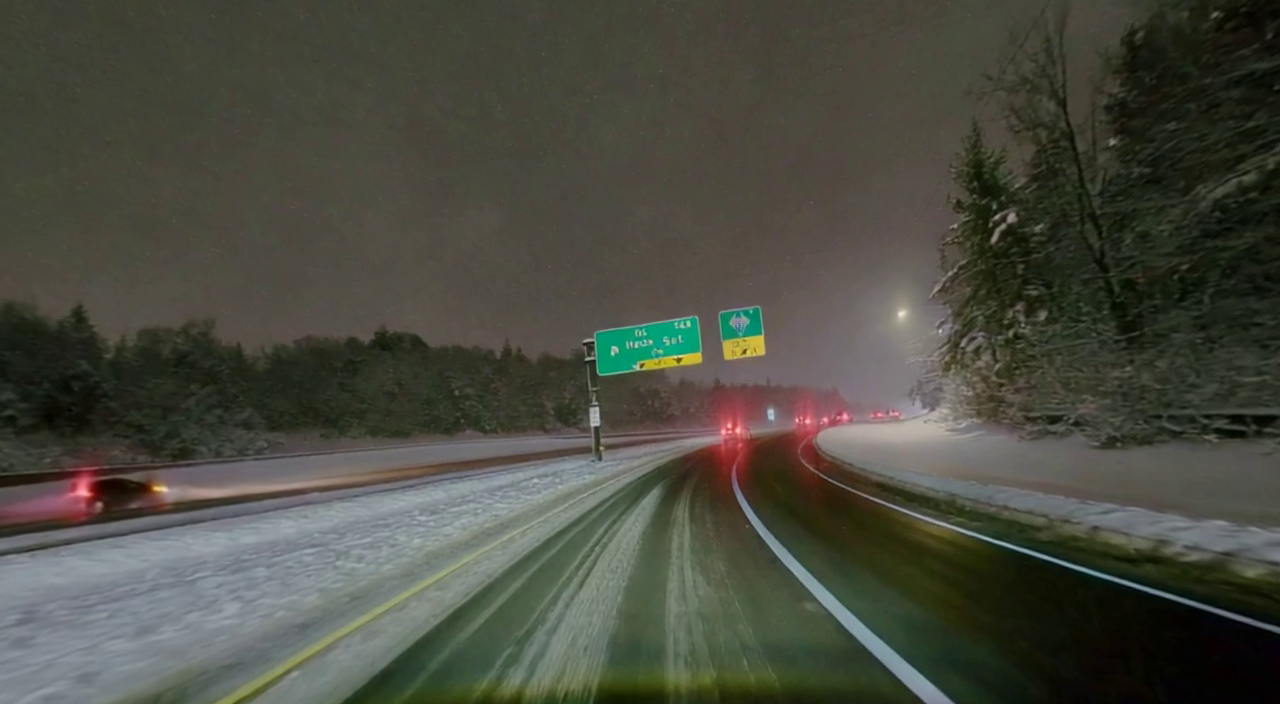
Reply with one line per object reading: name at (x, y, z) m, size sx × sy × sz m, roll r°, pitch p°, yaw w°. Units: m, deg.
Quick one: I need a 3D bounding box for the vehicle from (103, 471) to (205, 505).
vehicle at (-29.963, 8.362, 38.836) m, size 2.145 × 1.717 × 4.448 m, roll -6°, pitch -11°, yaw 36°
